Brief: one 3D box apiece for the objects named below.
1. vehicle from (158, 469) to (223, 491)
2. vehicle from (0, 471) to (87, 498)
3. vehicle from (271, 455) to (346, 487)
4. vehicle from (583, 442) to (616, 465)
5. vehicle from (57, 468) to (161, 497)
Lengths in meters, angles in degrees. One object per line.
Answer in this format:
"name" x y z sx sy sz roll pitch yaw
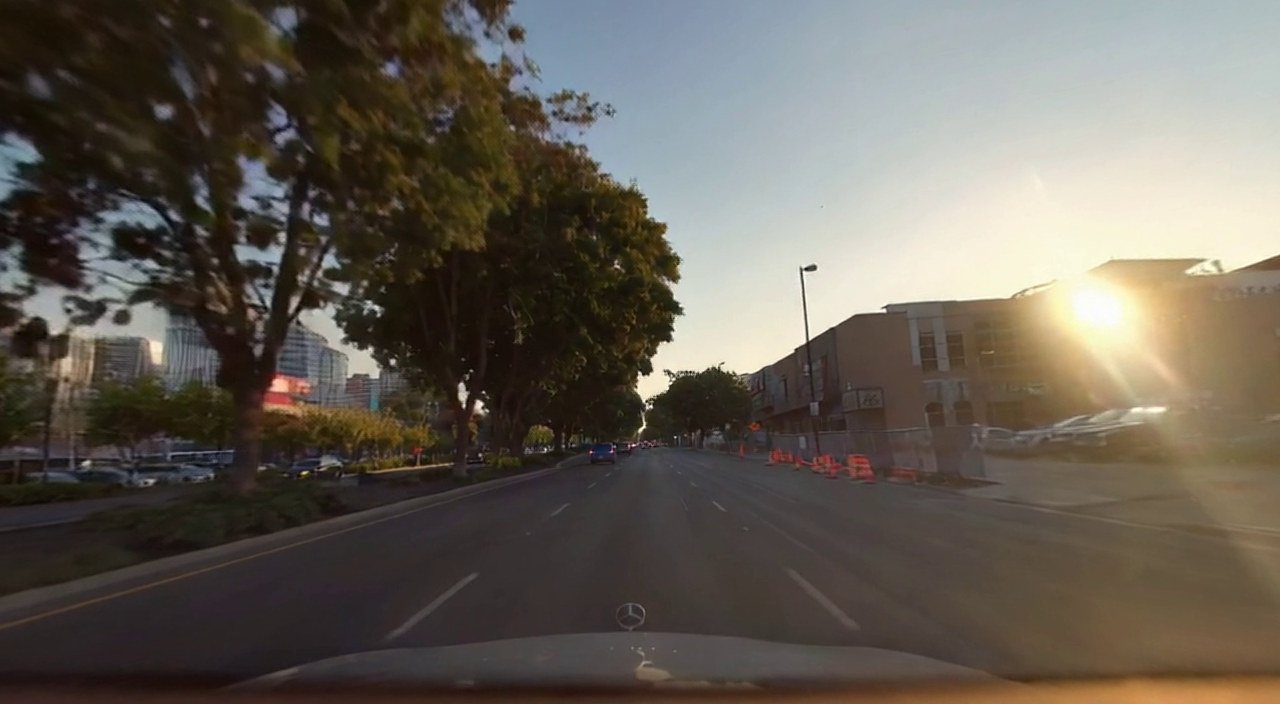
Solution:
"vehicle" -32.923 9.389 46.191 3.576 1.407 1.583 -1 -8 3
"vehicle" -43.373 9.598 45.728 4.731 1.606 1.838 -3 -9 0
"vehicle" -21.811 7.789 41.705 2.262 1.703 4.728 -5 -9 3
"vehicle" -2.672 6.746 41.959 1.926 1.442 4.231 0 -8 0
"vehicle" -33.303 8.183 39.631 4.764 1.448 1.876 -3 -8 -3
